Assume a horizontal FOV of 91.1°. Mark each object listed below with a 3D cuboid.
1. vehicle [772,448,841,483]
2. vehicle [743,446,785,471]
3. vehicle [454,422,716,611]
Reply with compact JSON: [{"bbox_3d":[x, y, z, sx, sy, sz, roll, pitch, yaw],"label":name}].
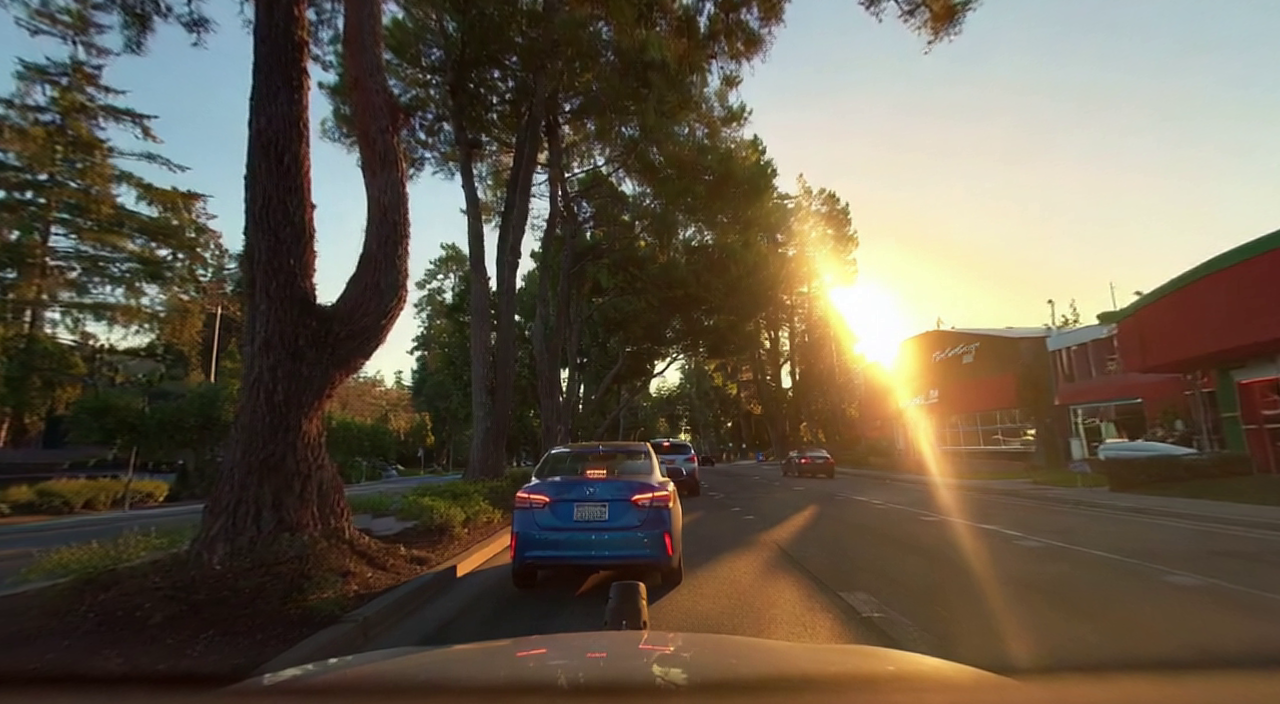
[{"bbox_3d":[7.100,4.847,27.196,1.909,1.380,3.905,0,-8,0],"label":"vehicle"},{"bbox_3d":[8.028,6.915,40.996,1.887,1.516,4.419,0,-9,0],"label":"vehicle"},{"bbox_3d":[-0.452,1.634,7.146,2.111,1.506,4.018,0,-8,0],"label":"vehicle"}]
